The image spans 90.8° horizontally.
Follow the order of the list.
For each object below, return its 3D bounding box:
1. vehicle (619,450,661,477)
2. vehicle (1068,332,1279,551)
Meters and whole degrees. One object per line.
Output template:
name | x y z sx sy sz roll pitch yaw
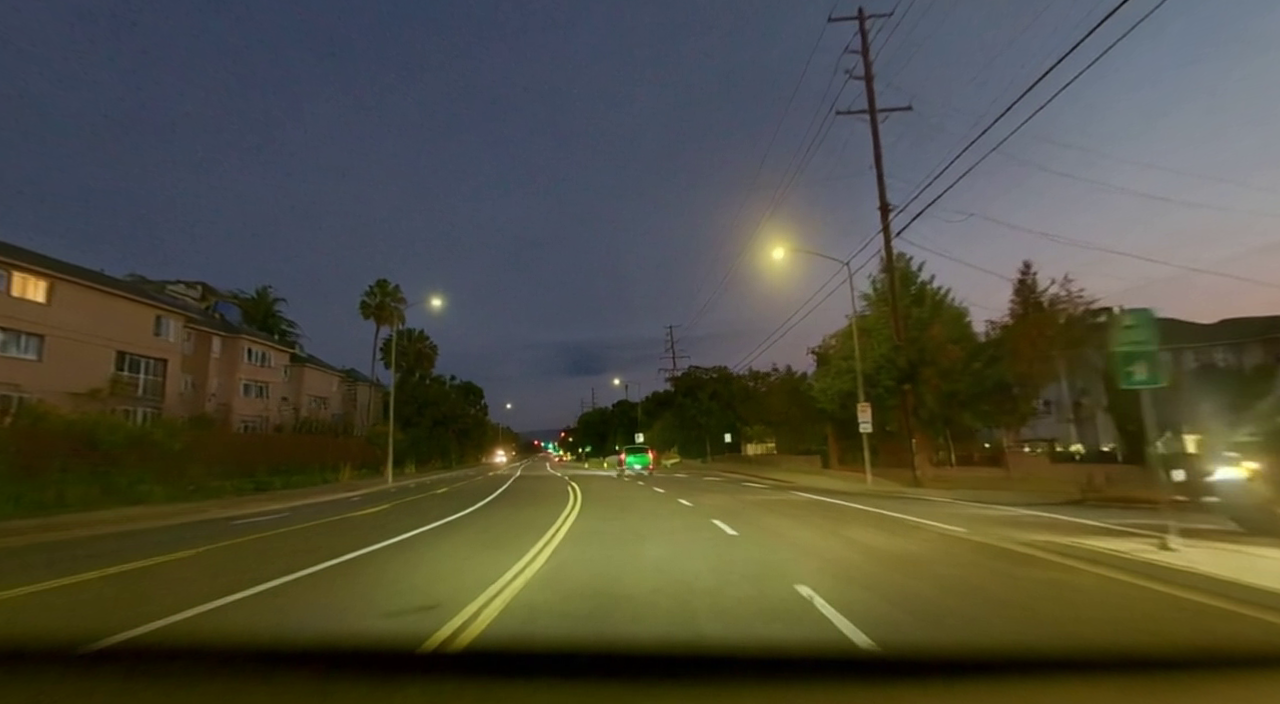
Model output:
vehicle | -0.057 6.616 37.631 2.015 1.467 4.117 1 -9 -7
vehicle | 11.088 1.271 9.092 7.877 3.012 2.916 -6 -11 32
